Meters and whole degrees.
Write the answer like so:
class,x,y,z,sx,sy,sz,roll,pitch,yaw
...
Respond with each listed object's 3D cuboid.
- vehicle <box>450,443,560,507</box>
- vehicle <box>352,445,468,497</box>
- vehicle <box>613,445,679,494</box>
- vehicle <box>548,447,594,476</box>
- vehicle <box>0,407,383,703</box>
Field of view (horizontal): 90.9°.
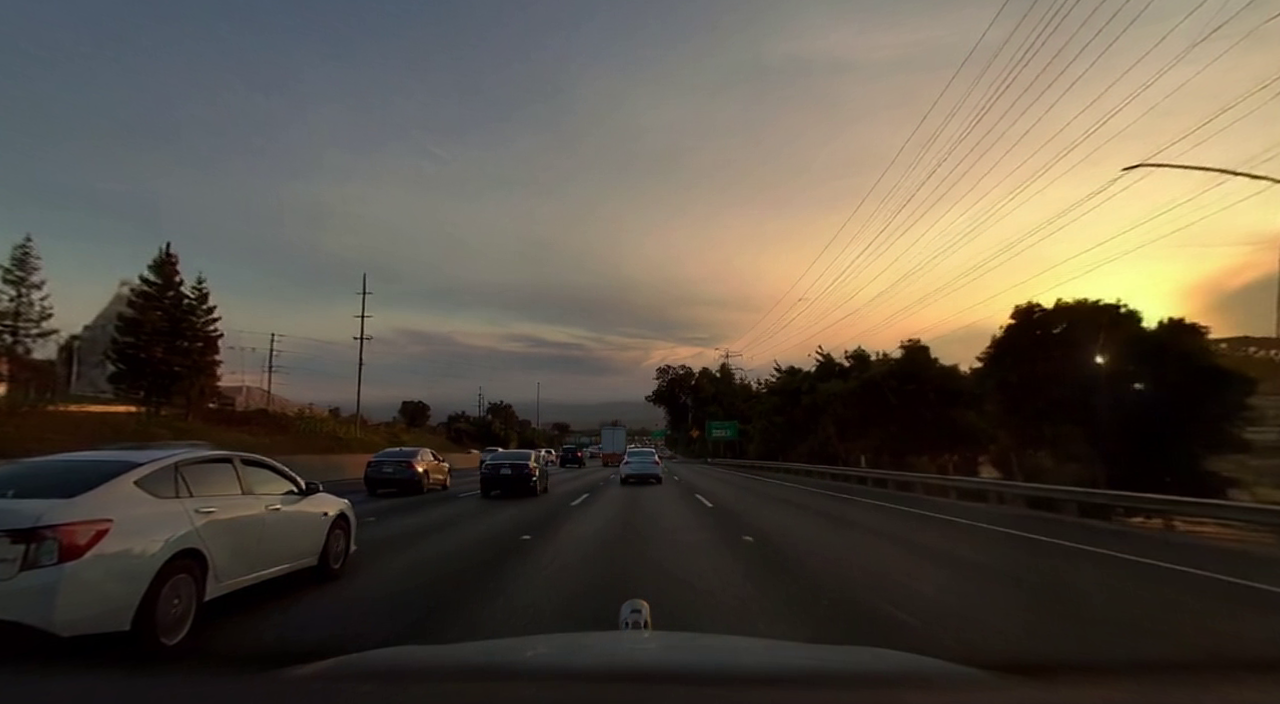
class,x,y,z,sx,sy,sz,roll,pitch,yaw
vehicle,-3.358,3.137,16.559,1.912,1.464,4.115,0,-9,1
vehicle,-7.116,3.719,20.096,1.867,1.445,4.499,0,-9,2
vehicle,0.179,3.933,21.478,2.018,1.470,4.491,0,-9,0
vehicle,-3.608,5.789,33.528,2.013,1.437,3.801,0,-9,0
vehicle,-3.684,1.255,4.419,1.883,1.500,4.373,0,-9,0
